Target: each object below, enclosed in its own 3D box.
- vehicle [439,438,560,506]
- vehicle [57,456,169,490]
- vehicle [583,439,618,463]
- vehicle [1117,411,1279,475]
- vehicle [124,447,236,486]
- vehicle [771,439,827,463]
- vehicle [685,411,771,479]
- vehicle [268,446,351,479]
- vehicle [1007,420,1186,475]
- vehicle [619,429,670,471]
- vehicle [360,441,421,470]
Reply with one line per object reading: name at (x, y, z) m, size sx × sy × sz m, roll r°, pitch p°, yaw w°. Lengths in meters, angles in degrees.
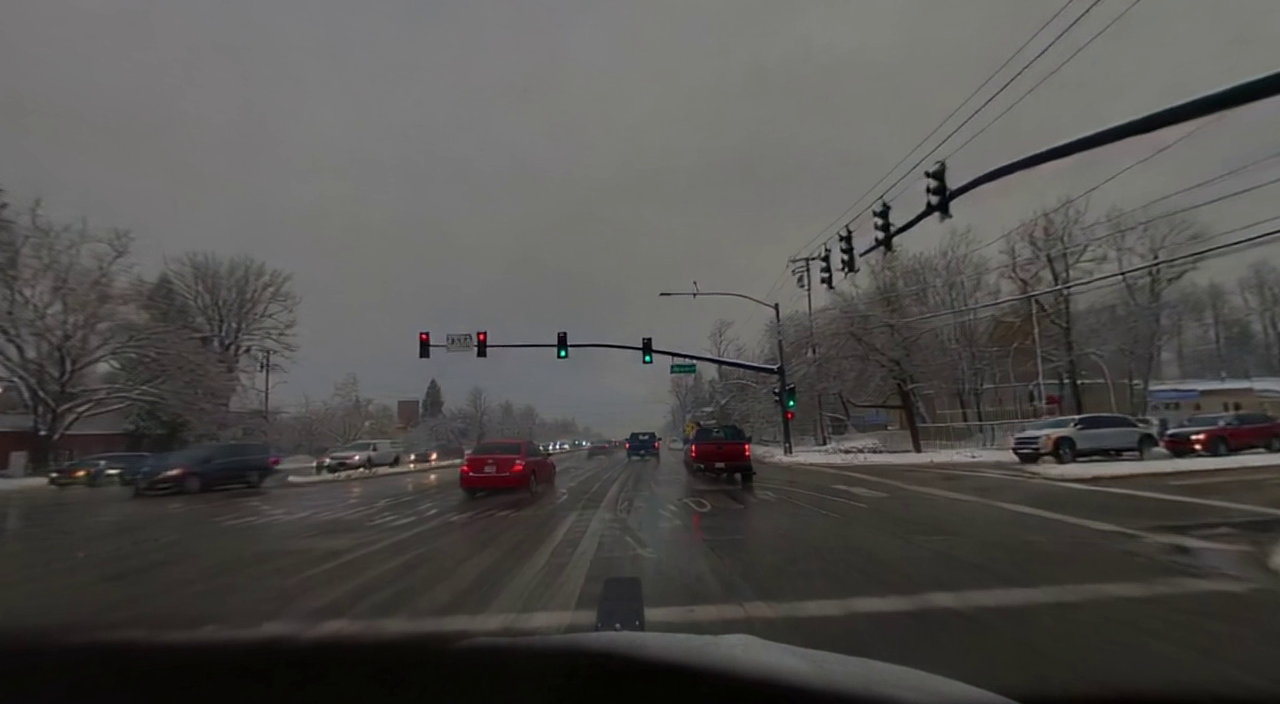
vehicle at (-3.403, 3.002, 16.289) m, size 1.939 × 1.494 × 4.499 m, roll 0°, pitch -9°, yaw 2°
vehicle at (-28.014, 6.414, 33.815) m, size 1.985 × 1.609 × 4.536 m, roll -1°, pitch -9°, yaw 1°
vehicle at (-3.013, 7.620, 48.634) m, size 2.273 × 1.749 × 4.385 m, roll 0°, pitch -9°, yaw 2°
vehicle at (17.411, 2.757, 18.949) m, size 4.782 × 1.768 × 2.152 m, roll 2°, pitch -9°, yaw -11°
vehicle at (-24.421, 6.068, 33.815) m, size 2.224 × 1.759 × 4.994 m, roll -4°, pitch -9°, yaw 0°
vehicle at (11.644, 7.283, 46.499) m, size 2.010 × 1.633 × 4.246 m, roll 2°, pitch -9°, yaw -17°
vehicle at (3.728, 4.184, 28.463) m, size 2.905 × 2.636 × 6.895 m, roll 0°, pitch -8°, yaw 1°
vehicle at (-17.946, 5.988, 34.599) m, size 1.958 × 1.683 × 4.559 m, roll 0°, pitch -9°, yaw 2°
vehicle at (15.467, 3.273, 21.533) m, size 4.681 × 1.756 × 2.109 m, roll 2°, pitch -9°, yaw -9°
vehicle at (0.342, 5.493, 35.488) m, size 2.643 × 2.145 × 5.585 m, roll -1°, pitch -9°, yaw 3°
vehicle at (-17.353, 7.236, 44.292) m, size 2.000 × 1.894 × 5.301 m, roll 0°, pitch -9°, yaw 1°
